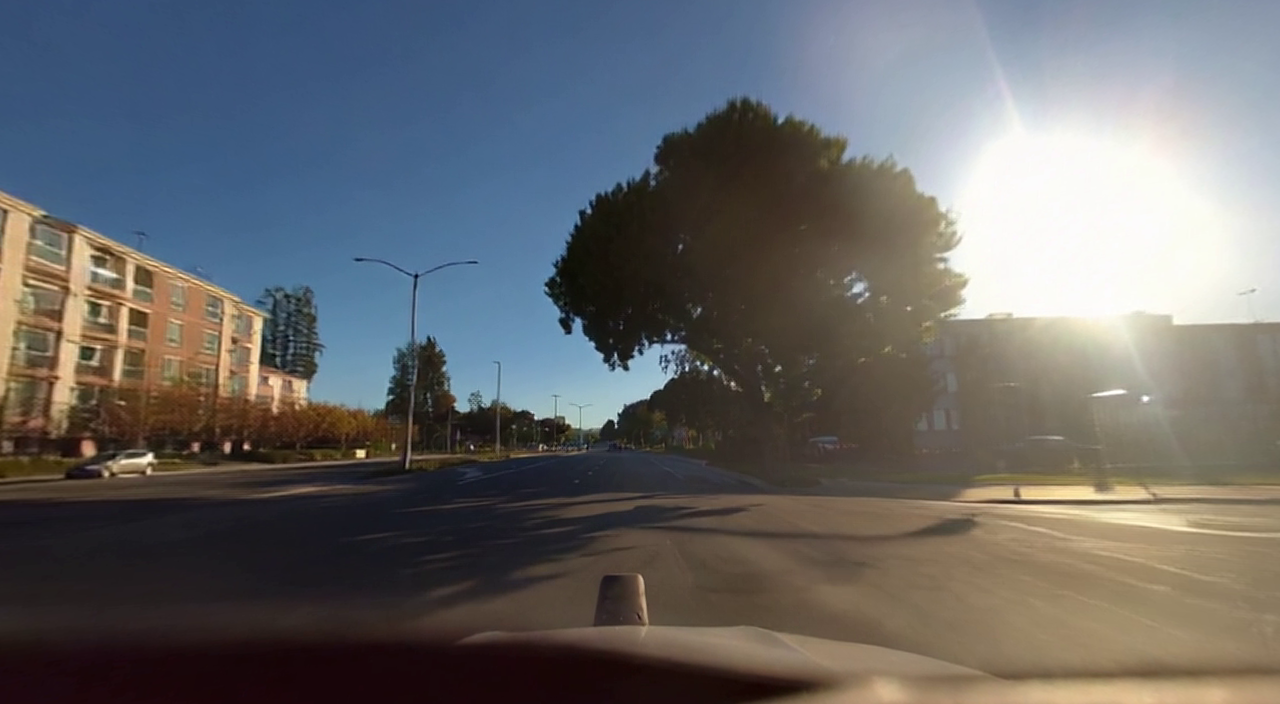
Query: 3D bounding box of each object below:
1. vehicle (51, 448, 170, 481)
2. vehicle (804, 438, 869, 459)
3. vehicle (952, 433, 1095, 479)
[{"bbox_3d":[-26.172,5.551,31.499,1.828,1.448,4.689,1,-8,1],"label":"vehicle"},{"bbox_3d":[14.583,7.217,47.129,4.198,1.561,1.937,0,-10,1],"label":"vehicle"},{"bbox_3d":[15.089,4.084,25.024,4.268,1.589,2.156,-1,-7,-5],"label":"vehicle"}]
